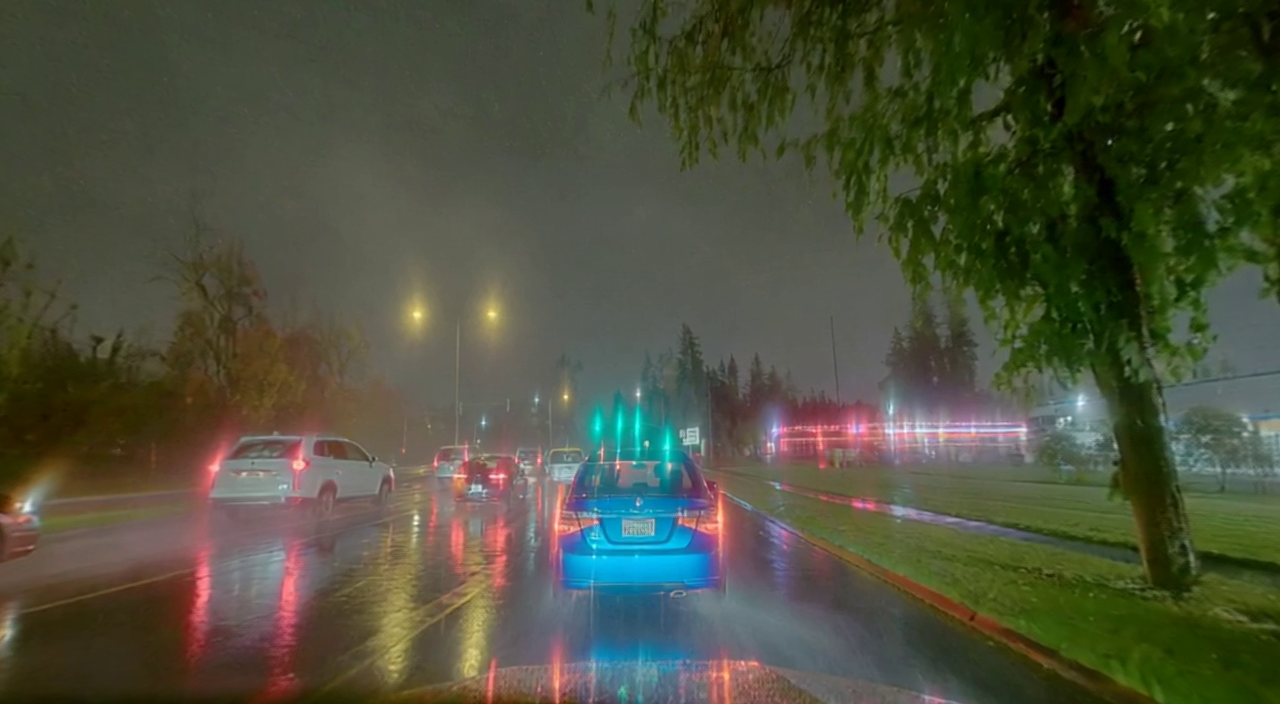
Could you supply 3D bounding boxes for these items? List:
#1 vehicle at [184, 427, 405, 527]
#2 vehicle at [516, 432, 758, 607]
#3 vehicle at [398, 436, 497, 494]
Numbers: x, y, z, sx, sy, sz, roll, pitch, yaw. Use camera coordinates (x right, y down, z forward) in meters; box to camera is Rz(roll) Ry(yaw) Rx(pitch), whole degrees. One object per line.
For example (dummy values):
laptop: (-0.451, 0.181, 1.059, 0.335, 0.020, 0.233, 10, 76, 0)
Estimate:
vehicle: (-6.998, 2.564, 13.502, 2.032, 1.767, 4.549, 0, -9, 2)
vehicle: (0.011, 1.751, 7.493, 2.091, 1.494, 3.962, 0, -9, 1)
vehicle: (-6.897, 4.097, 23.146, 2.130, 1.900, 4.470, 0, -9, 1)
